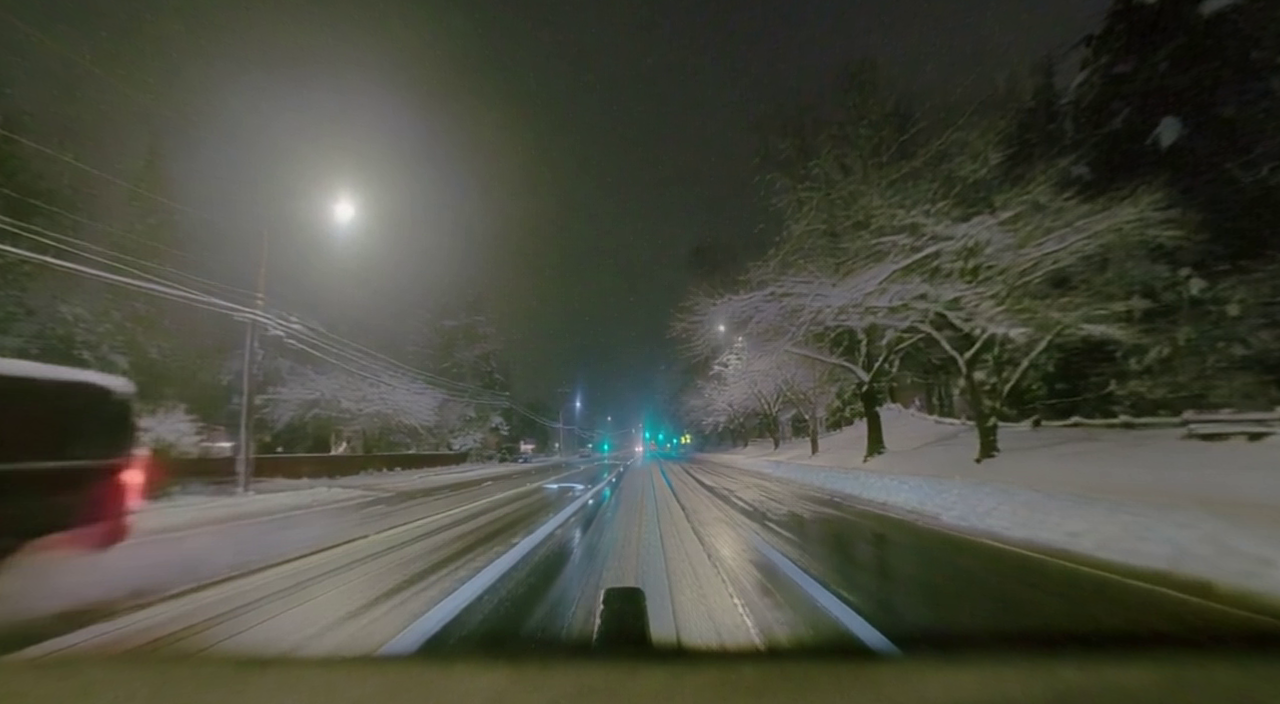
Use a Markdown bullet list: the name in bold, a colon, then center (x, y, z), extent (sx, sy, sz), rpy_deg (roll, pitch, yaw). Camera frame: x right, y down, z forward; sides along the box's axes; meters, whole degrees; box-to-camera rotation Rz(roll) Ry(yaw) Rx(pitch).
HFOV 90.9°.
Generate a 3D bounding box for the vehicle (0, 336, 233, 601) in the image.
- **vehicle**: center (-9.052, 1.378, 7.451), extent (2.757, 3.141, 8.316), rpy_deg (0, -8, 1)
